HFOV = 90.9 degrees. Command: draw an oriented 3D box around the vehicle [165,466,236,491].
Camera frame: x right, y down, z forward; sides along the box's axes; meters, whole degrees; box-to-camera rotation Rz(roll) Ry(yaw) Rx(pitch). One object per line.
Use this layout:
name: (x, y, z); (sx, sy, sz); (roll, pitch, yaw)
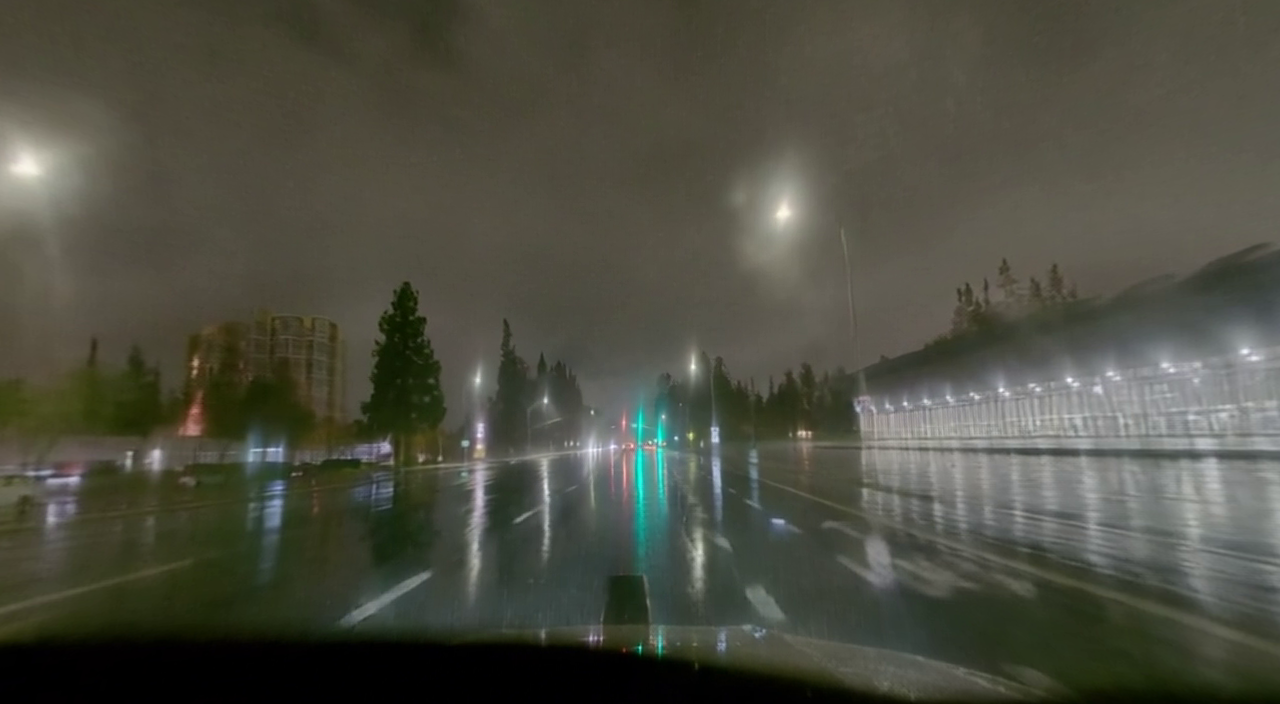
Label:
vehicle: (-29.753, 8.556, 42.784); (1.773, 1.468, 4.176); (0, -8, 0)

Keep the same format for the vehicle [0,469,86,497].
vehicle: (-37.513, 8.140, 39.339); (1.815, 1.467, 4.436); (0, -8, 0)
